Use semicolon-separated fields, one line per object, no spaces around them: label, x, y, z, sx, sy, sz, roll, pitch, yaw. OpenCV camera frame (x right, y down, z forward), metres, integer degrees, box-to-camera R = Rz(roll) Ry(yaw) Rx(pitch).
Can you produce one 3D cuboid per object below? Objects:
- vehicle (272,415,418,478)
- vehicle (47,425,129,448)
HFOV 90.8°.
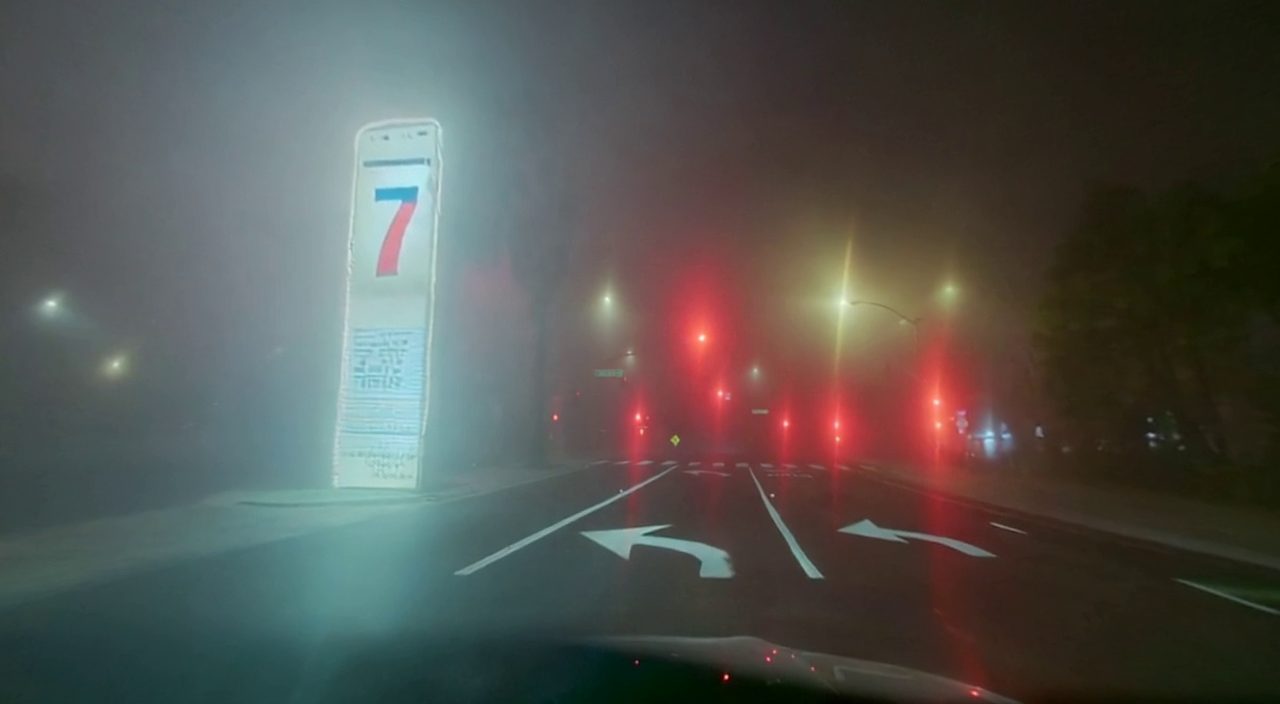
vehicle;-9.504;3.105;20.908;2.109;1.816;4.670;0;-8;7
vehicle;-39.130;5.987;44.820;4.089;1.517;2.014;0;-8;7
